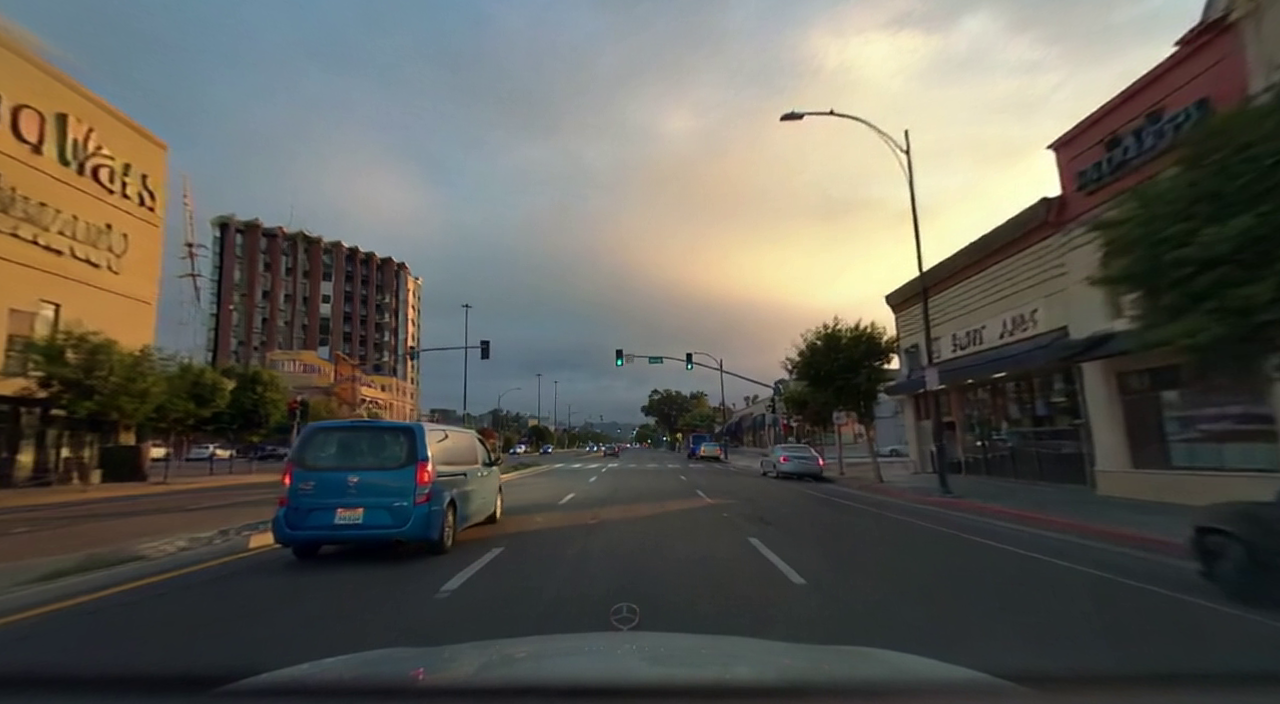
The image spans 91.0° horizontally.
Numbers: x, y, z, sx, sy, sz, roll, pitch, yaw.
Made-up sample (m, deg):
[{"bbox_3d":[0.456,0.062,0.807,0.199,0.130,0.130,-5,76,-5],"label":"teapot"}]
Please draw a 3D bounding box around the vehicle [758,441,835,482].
[{"bbox_3d":[6.423,4.521,26.422,1.967,1.534,4.683,0,-8,-1],"label":"vehicle"}]

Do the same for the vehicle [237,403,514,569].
[{"bbox_3d":[-3.158,1.685,8.551,2.080,1.722,3.766,0,-8,1],"label":"vehicle"}]
